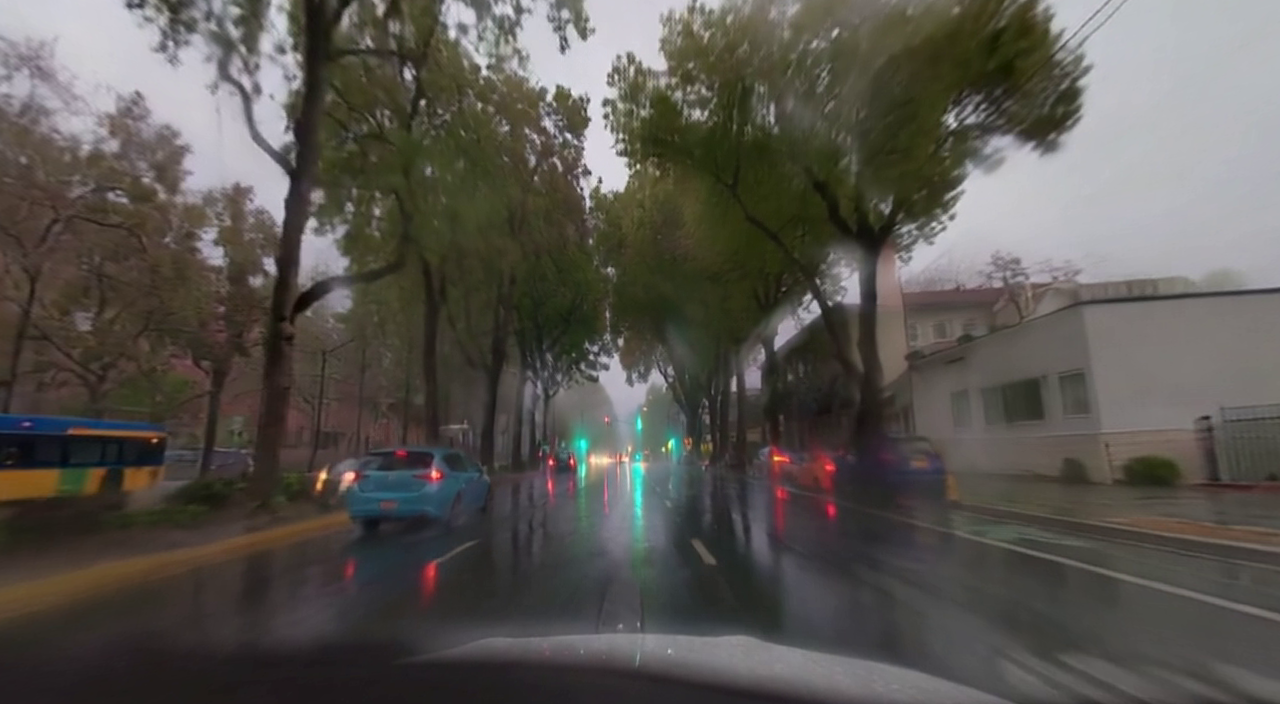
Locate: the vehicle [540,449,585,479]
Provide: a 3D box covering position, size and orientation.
[{"bbox_3d":[-4.176,6.124,34.732,1.934,1.522,4.287,0,-9,0],"label":"vehicle"}]

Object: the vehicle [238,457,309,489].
[{"bbox_3d":[-20.479,6.761,35.504,1.805,1.616,4.080,0,-9,-6],"label":"vehicle"}]

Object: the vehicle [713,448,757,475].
[{"bbox_3d":[5.769,6.708,39.009,1.886,1.530,4.636,0,-9,-2],"label":"vehicle"}]

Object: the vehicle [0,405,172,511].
[{"bbox_3d":[-22.142,3.680,21.935,3.231,3.391,10.828,-1,-9,1],"label":"vehicle"}]

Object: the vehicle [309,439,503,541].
[{"bbox_3d":[-4.075,2.470,11.959,1.995,1.524,4.438,0,-9,-1],"label":"vehicle"}]

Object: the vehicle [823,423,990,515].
[{"bbox_3d":[6.024,2.712,14.986,1.945,1.829,4.305,0,-9,-2],"label":"vehicle"}]
